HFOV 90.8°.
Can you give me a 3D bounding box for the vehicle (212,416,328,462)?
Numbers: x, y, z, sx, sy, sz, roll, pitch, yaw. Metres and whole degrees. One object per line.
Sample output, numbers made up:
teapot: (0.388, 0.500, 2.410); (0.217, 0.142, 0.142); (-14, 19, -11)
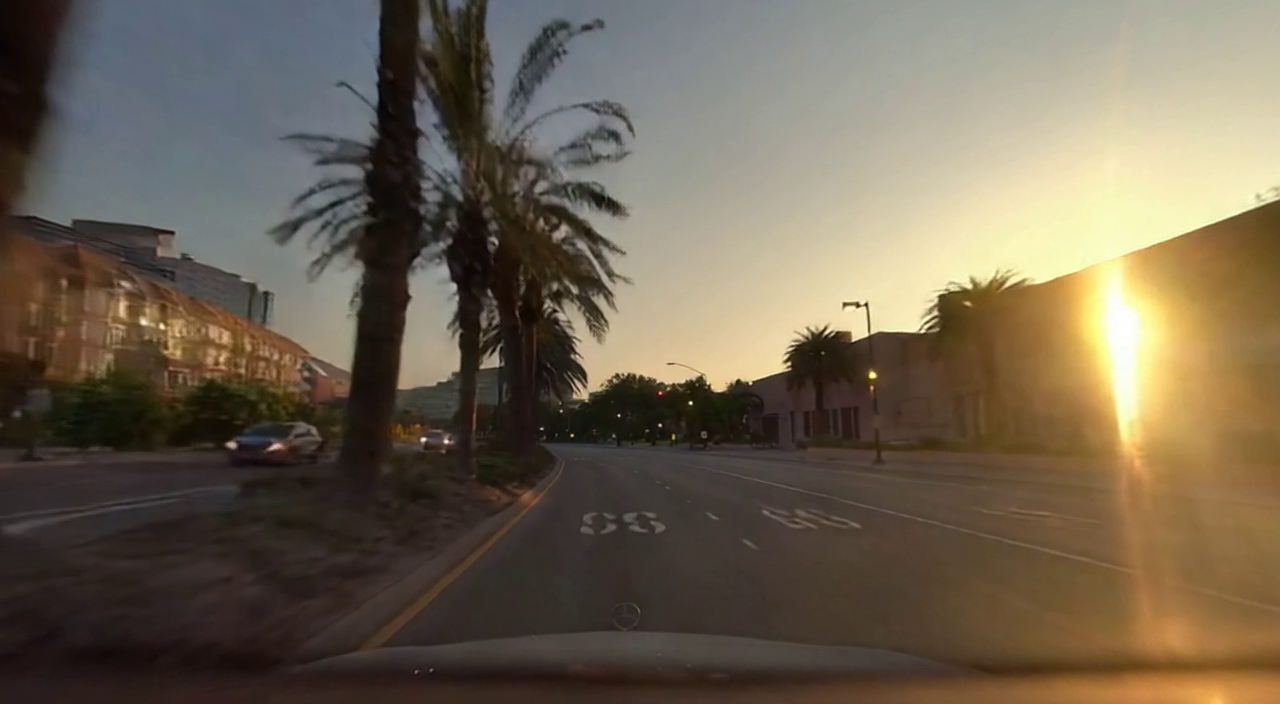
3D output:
vehicle: (-14.455, 3.462, 25.043); (2.012, 1.633, 4.505); (0, -8, -3)
